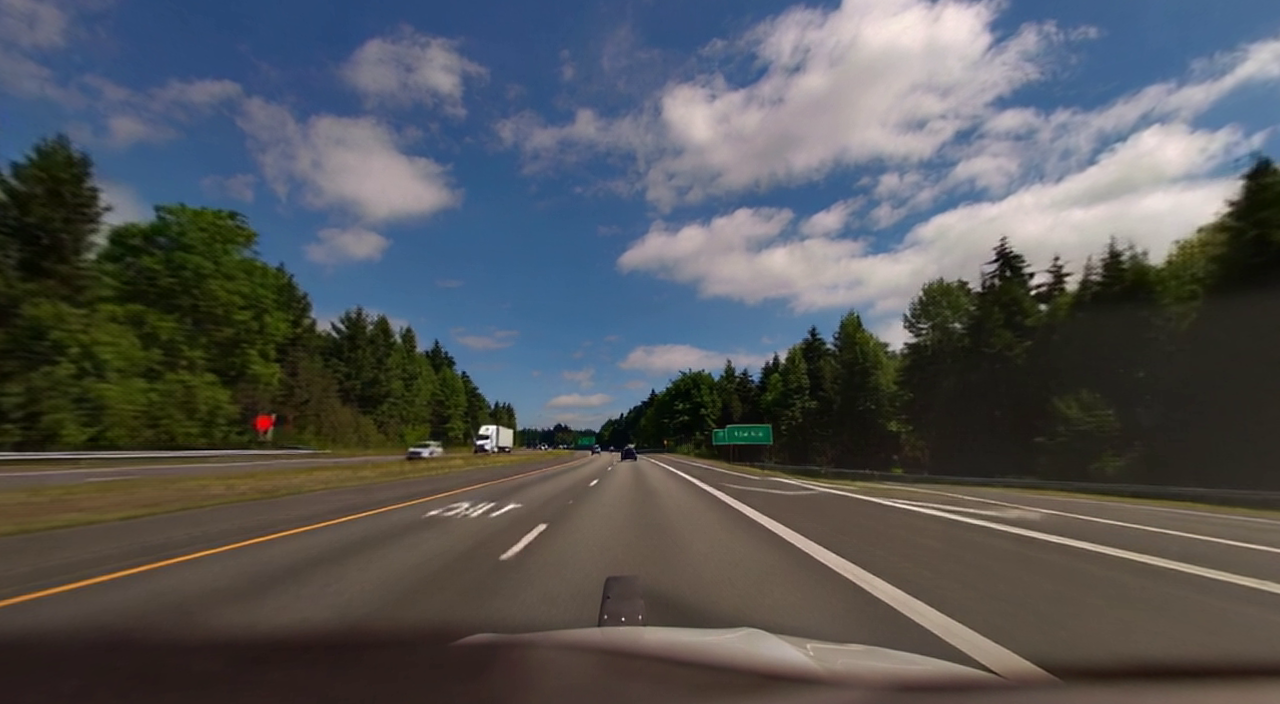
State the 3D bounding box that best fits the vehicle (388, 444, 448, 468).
[{"bbox_3d":[-14.026,6.573,40.065,2.181,1.415,4.576,0,-9,-1],"label":"vehicle"}]
